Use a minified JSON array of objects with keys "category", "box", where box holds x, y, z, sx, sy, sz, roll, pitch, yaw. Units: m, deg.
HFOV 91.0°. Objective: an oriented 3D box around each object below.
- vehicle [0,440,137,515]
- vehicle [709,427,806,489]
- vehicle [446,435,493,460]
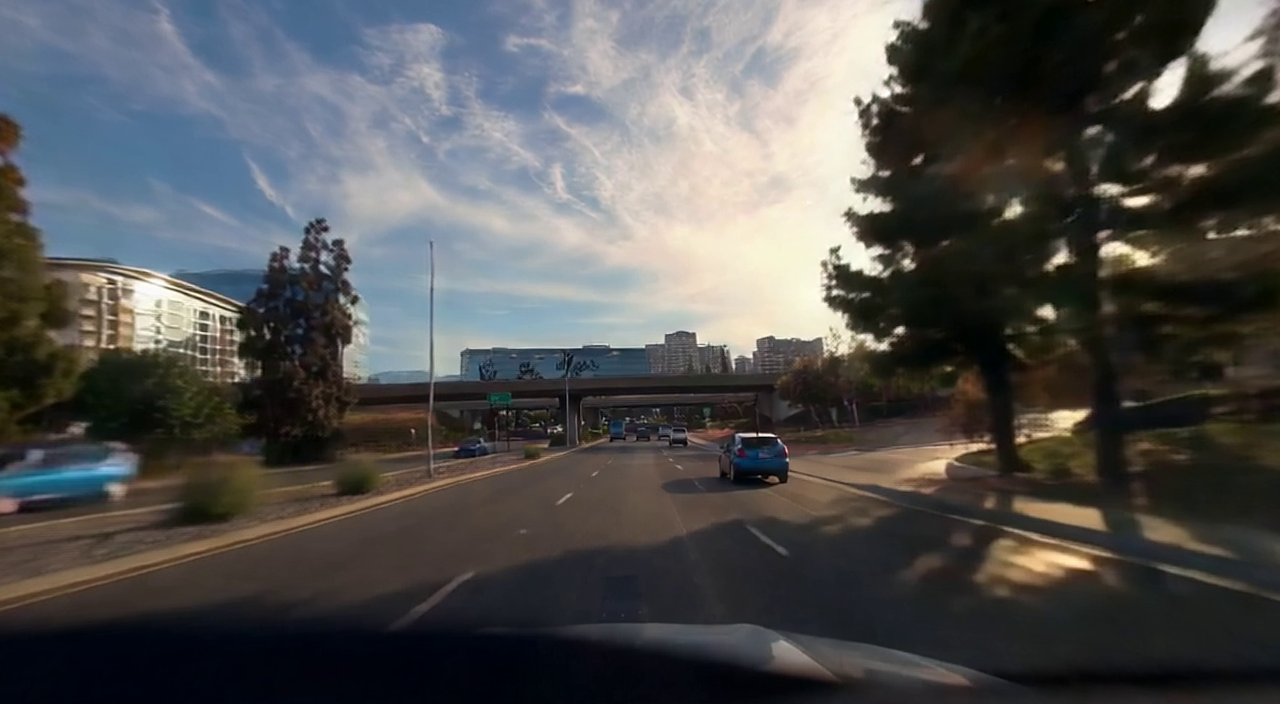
[{"category":"vehicle","box":[-15.838,3.155,16.174,1.958,1.725,4.539,0,-9,1]},{"category":"vehicle","box":[3.487,3.262,19.647,2.110,1.712,4.489,0,-9,0]},{"category":"vehicle","box":[-12.234,6.906,45.515,1.976,1.694,4.453,0,-9,2]}]
